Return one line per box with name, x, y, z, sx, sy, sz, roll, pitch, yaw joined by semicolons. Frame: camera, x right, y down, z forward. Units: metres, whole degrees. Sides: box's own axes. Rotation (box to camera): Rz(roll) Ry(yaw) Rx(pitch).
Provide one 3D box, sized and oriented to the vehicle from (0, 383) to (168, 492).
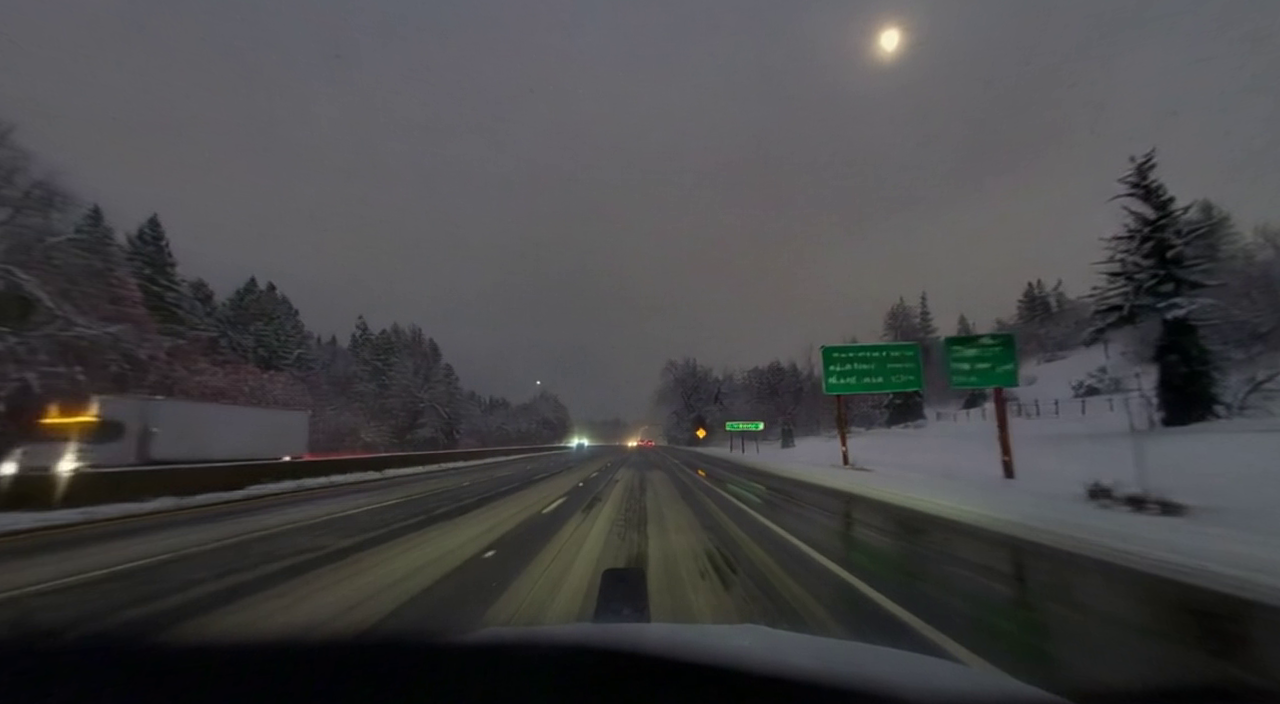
vehicle;-23.175;3.529;25.949;2.978;4.016;5.378;0;-8;0
